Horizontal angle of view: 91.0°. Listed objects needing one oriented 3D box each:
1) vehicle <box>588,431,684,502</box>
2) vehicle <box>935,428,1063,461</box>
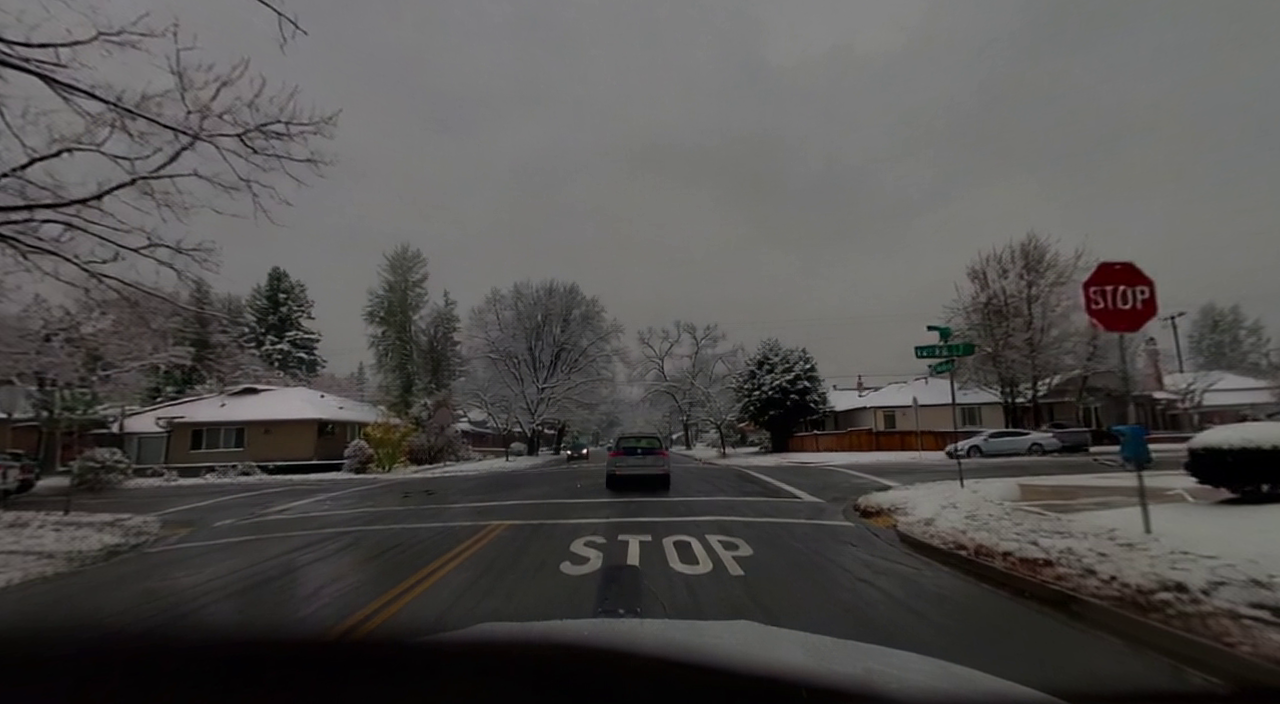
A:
[{"bbox_3d":[-0.175,2.751,15.592,2.043,1.484,4.340,0,-8,-2],"label":"vehicle"},{"bbox_3d":[16.643,4.303,29.316,4.748,1.488,2.029,0,-8,-4],"label":"vehicle"}]
